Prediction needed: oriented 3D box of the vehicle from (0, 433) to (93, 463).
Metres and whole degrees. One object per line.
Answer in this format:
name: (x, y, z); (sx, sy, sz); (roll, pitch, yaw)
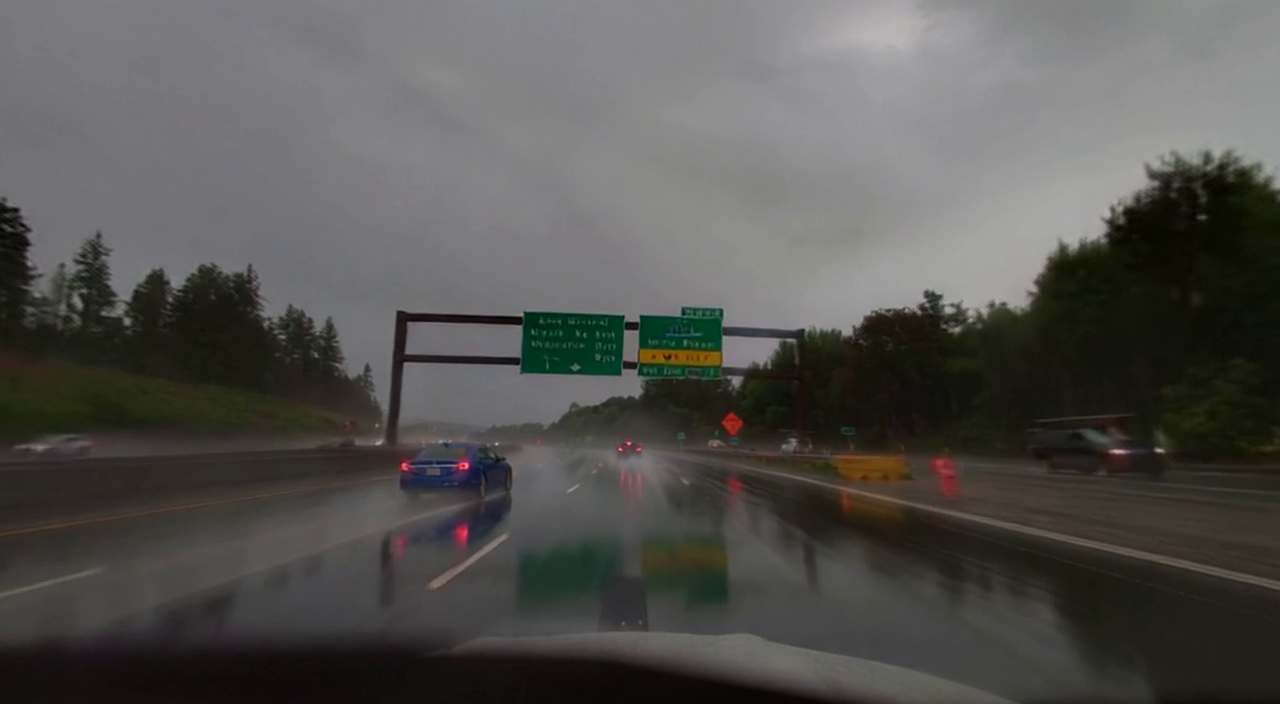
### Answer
vehicle: (-37.293, 6.001, 39.335); (2.047, 1.756, 4.811); (1, -8, -6)

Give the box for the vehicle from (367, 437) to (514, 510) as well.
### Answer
vehicle: (-4.392, 2.735, 14.672); (2.001, 1.415, 4.360); (0, -8, 0)

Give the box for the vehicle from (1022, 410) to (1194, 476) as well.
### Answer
vehicle: (21.079, 4.185, 28.960); (2.728, 2.610, 7.309); (-1, -8, 5)

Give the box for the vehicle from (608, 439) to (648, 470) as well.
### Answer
vehicle: (-0.646, 5.283, 32.597); (1.963, 1.462, 4.681); (0, -8, -2)
